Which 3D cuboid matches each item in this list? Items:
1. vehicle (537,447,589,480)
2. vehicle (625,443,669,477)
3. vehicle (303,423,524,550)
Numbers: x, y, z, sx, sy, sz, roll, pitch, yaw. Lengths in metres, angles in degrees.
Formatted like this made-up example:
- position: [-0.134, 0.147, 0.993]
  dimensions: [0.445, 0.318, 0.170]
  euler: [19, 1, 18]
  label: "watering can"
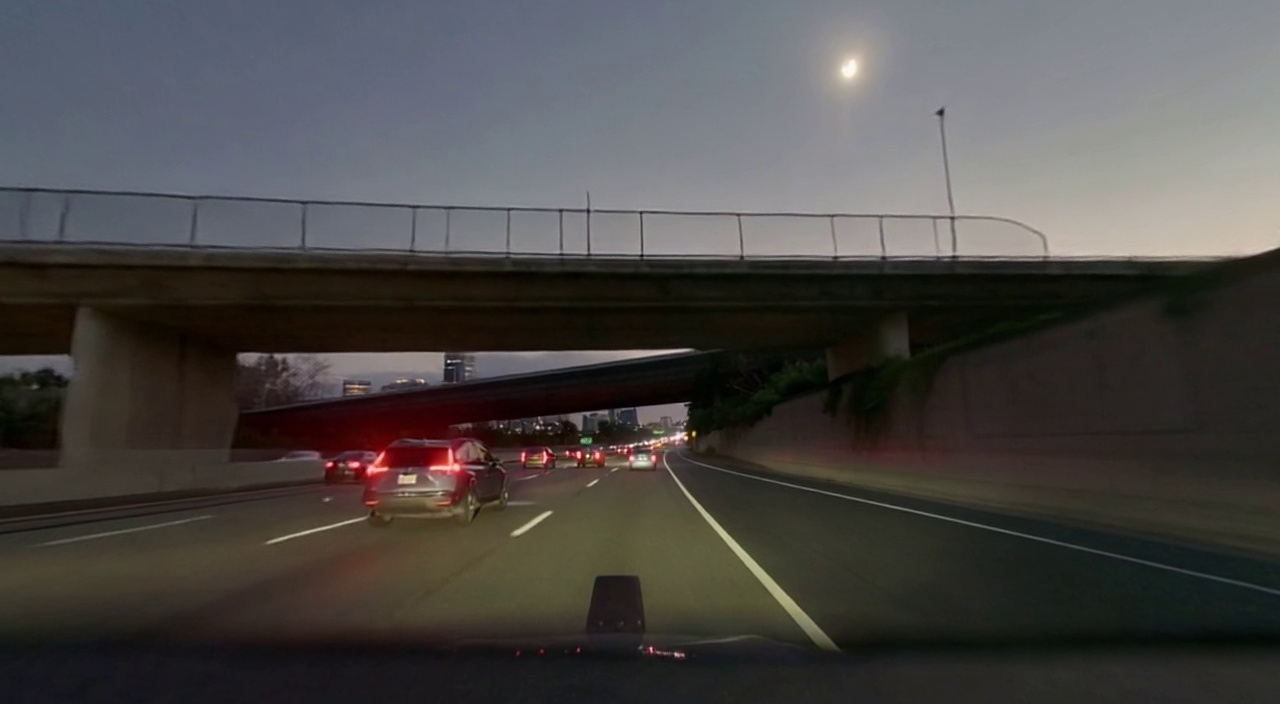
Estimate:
- position: [-3.794, 5.574, 31.759]
  dimensions: [1.997, 1.490, 4.471]
  euler: [0, -8, 1]
  label: "vehicle"
- position: [0.327, 5.614, 32.969]
  dimensions: [2.160, 1.678, 4.178]
  euler: [0, -8, 0]
  label: "vehicle"
- position: [-3.612, 2.221, 11.128]
  dimensions: [2.161, 1.759, 4.482]
  euler: [0, -8, 1]
  label: "vehicle"
